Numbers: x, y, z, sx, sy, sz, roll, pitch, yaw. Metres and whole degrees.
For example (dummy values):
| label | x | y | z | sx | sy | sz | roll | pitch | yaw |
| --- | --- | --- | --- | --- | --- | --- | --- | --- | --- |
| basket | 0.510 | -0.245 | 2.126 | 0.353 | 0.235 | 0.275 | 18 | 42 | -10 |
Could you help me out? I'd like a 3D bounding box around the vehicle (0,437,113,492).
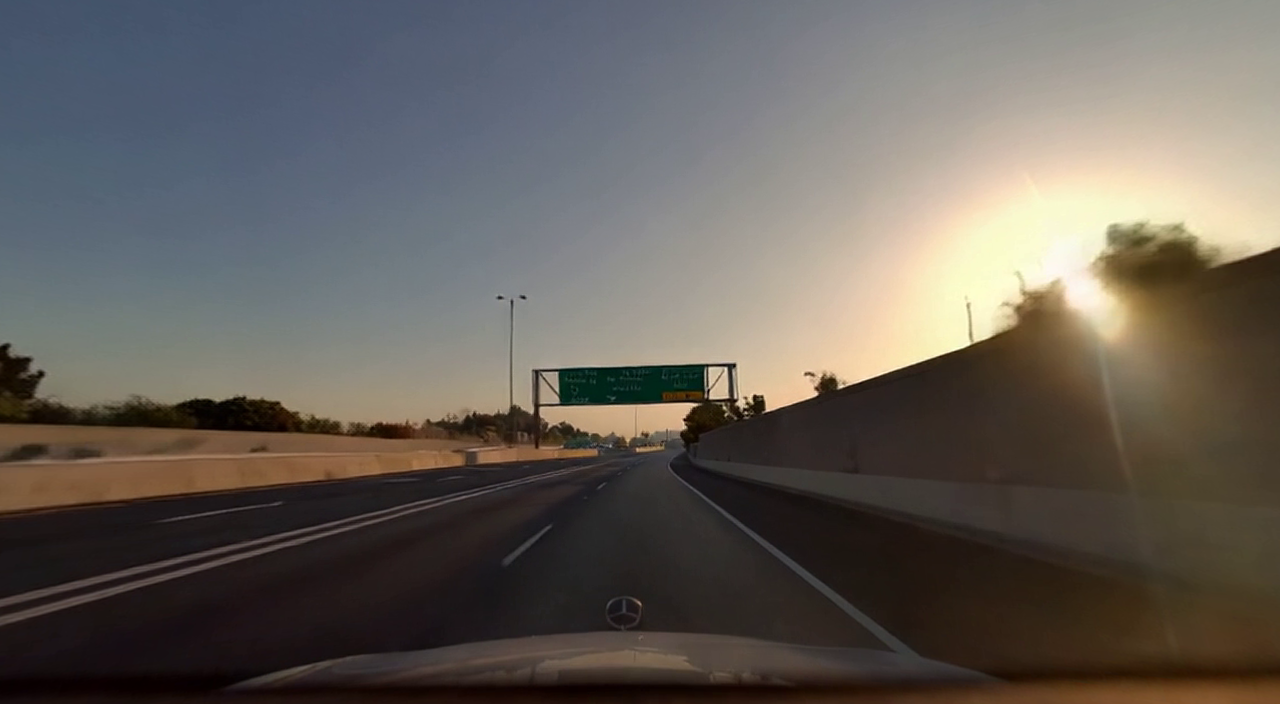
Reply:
| label | x | y | z | sx | sy | sz | roll | pitch | yaw |
| --- | --- | --- | --- | --- | --- | --- | --- | --- | --- |
| vehicle | -18.725 | 3.360 | 18.925 | 1.857 | 1.507 | 4.425 | 0 | -9 | 1 |
